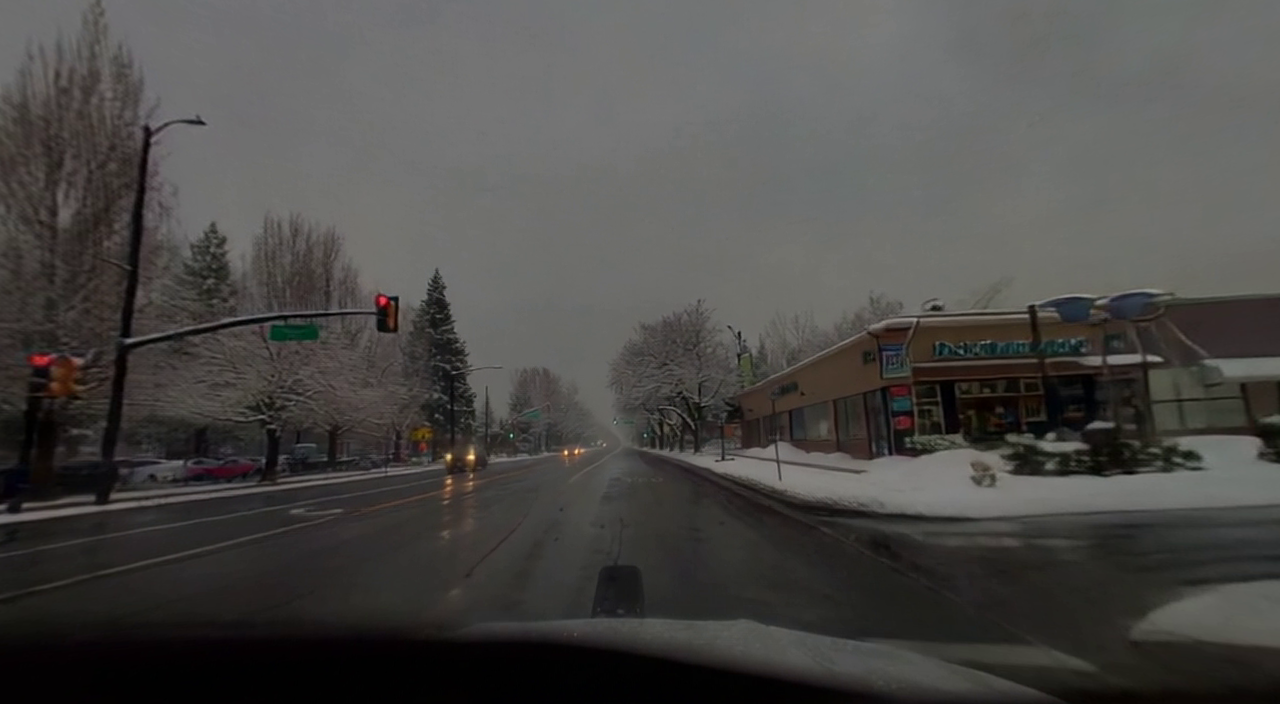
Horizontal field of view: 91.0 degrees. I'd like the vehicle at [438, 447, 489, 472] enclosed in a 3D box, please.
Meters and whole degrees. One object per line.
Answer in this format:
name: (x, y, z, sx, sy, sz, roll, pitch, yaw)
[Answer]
vehicle: (-11.444, 6.977, 41.171, 1.889, 1.499, 4.541, 0, -9, 1)
